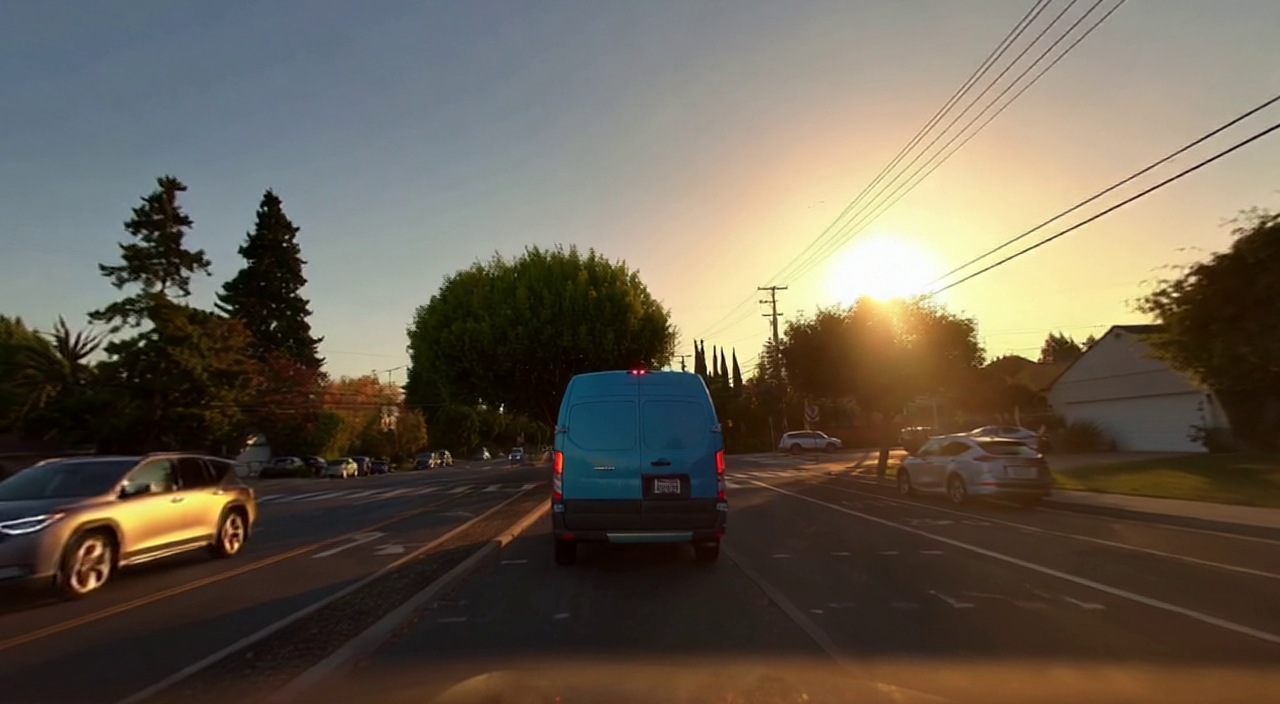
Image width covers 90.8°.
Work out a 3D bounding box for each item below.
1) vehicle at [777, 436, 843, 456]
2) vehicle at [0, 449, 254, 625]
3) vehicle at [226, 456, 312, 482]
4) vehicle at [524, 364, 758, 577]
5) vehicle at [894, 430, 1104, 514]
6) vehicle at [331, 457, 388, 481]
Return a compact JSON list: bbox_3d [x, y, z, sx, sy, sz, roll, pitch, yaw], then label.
[{"bbox_3d":[13.049,7.260,48.624,4.483,1.463,1.805,0,-9,-1],"label":"vehicle"},{"bbox_3d":[-7.445,2.162,8.317,1.997,1.724,4.417,0,-9,-2],"label":"vehicle"},{"bbox_3d":[-27.245,8.585,46.463,4.972,1.776,2.057,0,-9,-1],"label":"vehicle"},{"bbox_3d":[-0.027,1.545,8.868,2.342,2.142,4.809,0,-9,-1],"label":"vehicle"},{"bbox_3d":[7.354,2.483,13.561,1.883,1.504,4.220,0,-9,-2],"label":"vehicle"},{"bbox_3d":[-18.327,7.652,41.539,1.816,1.445,4.120,0,-9,0],"label":"vehicle"}]
